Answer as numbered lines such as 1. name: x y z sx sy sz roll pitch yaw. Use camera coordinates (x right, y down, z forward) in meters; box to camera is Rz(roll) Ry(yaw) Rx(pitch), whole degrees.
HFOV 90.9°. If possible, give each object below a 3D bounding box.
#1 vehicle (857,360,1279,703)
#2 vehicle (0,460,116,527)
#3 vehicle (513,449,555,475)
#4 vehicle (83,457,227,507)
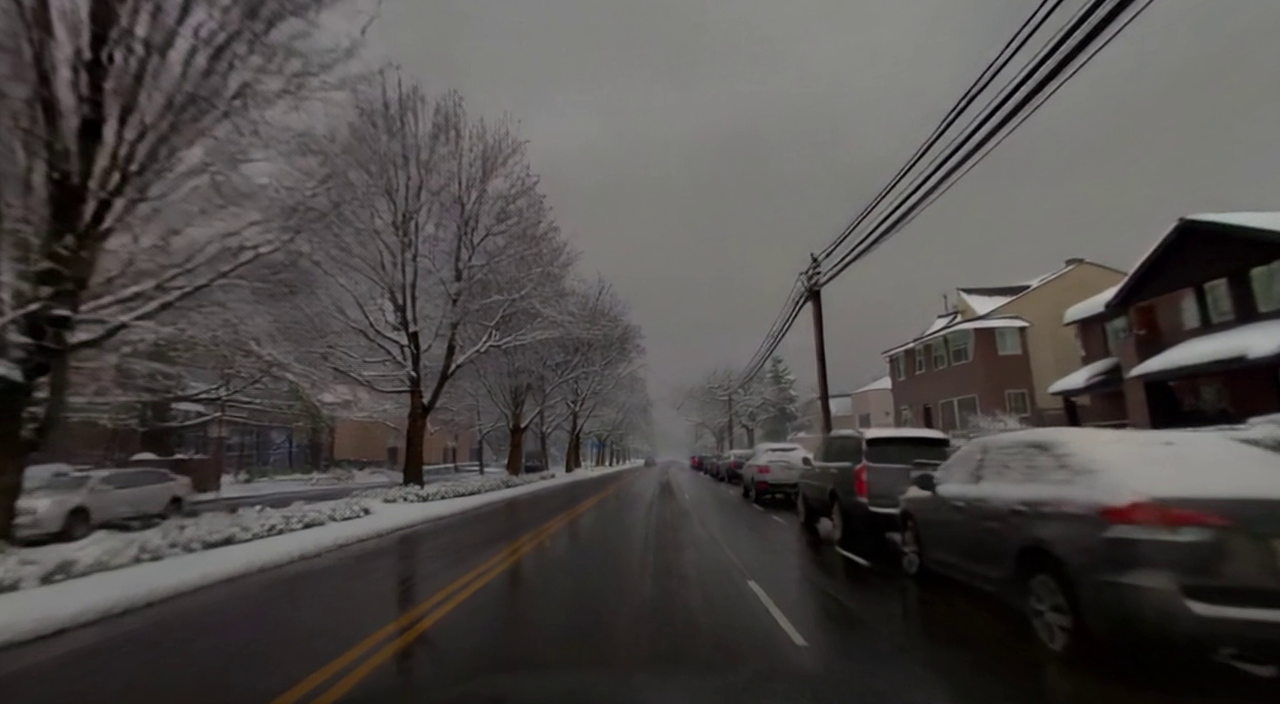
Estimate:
1. vehicle: 3.562 1.251 4.801 2.078 1.738 5.133 0 -8 1
2. vehicle: -16.139 3.507 15.682 1.946 1.492 4.794 0 -8 2
3. vehicle: -7.512 7.805 45.196 2.331 1.696 4.861 0 -8 -1
4. vehicle: -19.010 5.086 25.042 2.013 1.667 4.412 -1 -8 4
